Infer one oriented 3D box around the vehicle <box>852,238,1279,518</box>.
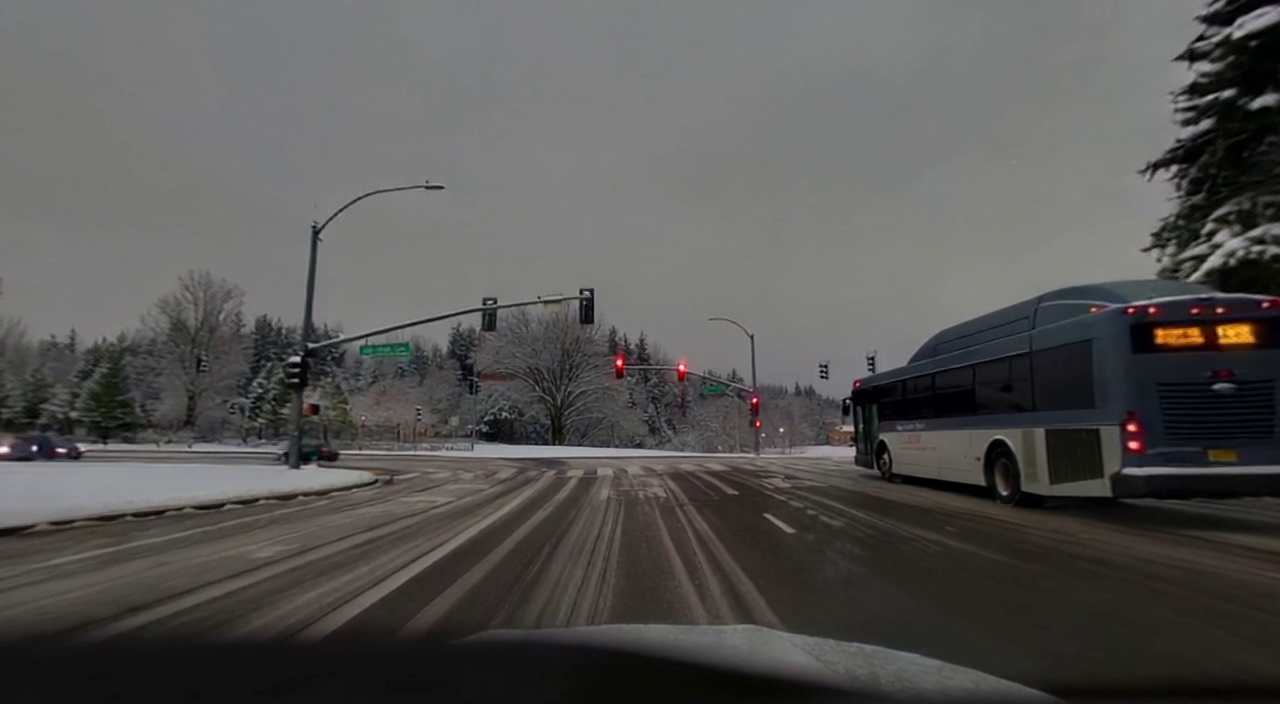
[{"bbox_3d":[8.711,1.291,15.662,2.916,4.009,13.397,-1,-8,3],"label":"vehicle"}]
